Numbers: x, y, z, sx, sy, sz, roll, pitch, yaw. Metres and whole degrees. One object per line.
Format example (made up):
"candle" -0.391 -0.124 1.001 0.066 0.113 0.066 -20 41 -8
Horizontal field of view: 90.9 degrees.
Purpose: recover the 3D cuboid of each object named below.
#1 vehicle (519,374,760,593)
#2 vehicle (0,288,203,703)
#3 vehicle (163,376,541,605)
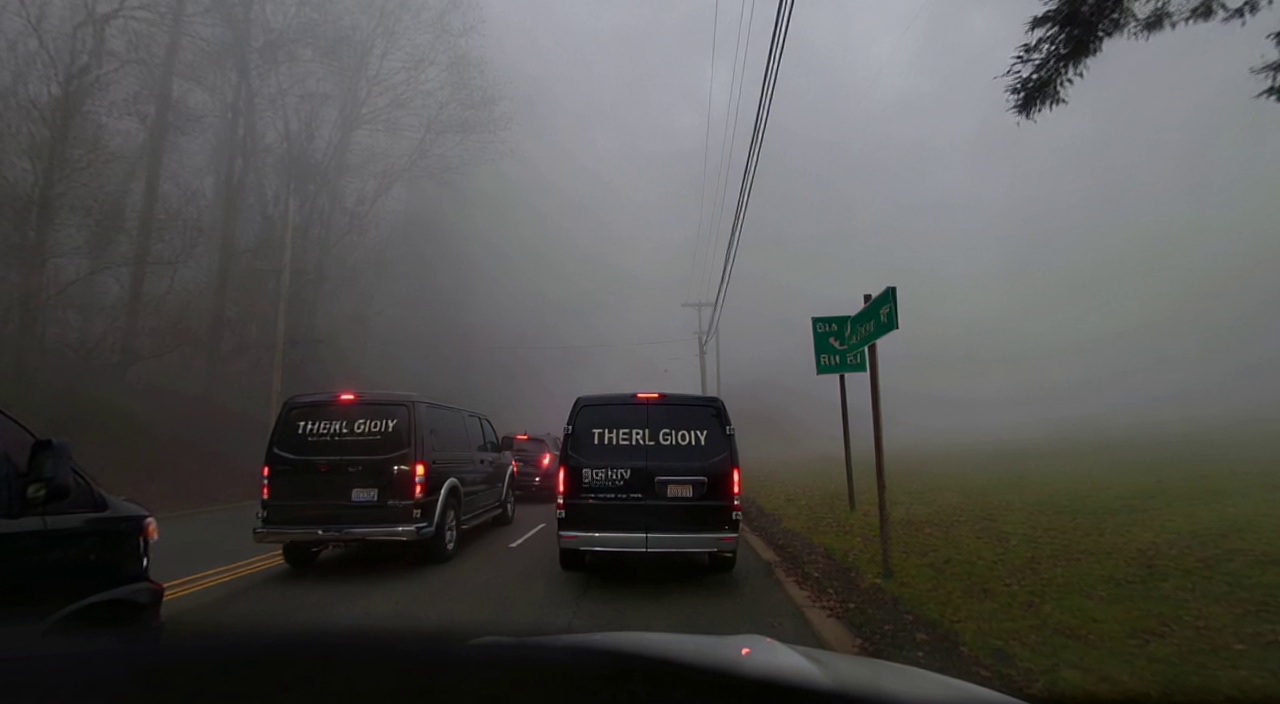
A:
"vehicle" 0.108 1.458 7.702 2.117 1.911 4.095 -1 -8 4
"vehicle" -3.095 0.462 0.245 2.160 1.796 4.997 0 -8 1
"vehicle" -2.755 1.480 7.615 2.109 1.851 4.749 -1 -8 3
